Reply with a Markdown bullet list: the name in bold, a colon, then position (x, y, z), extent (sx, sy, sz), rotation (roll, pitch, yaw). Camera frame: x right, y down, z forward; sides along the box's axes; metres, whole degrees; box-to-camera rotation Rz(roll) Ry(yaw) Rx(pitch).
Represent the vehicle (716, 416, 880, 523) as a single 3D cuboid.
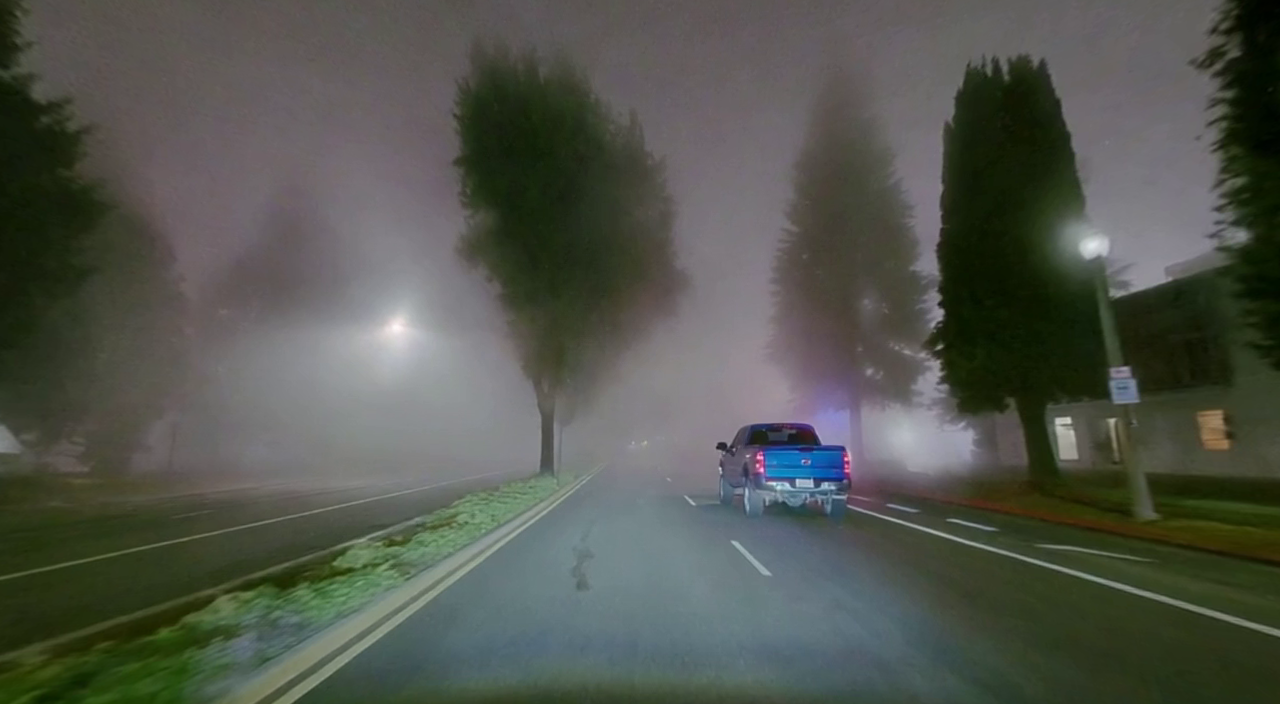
- **vehicle**: position (3.053, 2.431, 13.583), extent (2.085, 1.828, 5.383), rotation (0, -8, -1)
